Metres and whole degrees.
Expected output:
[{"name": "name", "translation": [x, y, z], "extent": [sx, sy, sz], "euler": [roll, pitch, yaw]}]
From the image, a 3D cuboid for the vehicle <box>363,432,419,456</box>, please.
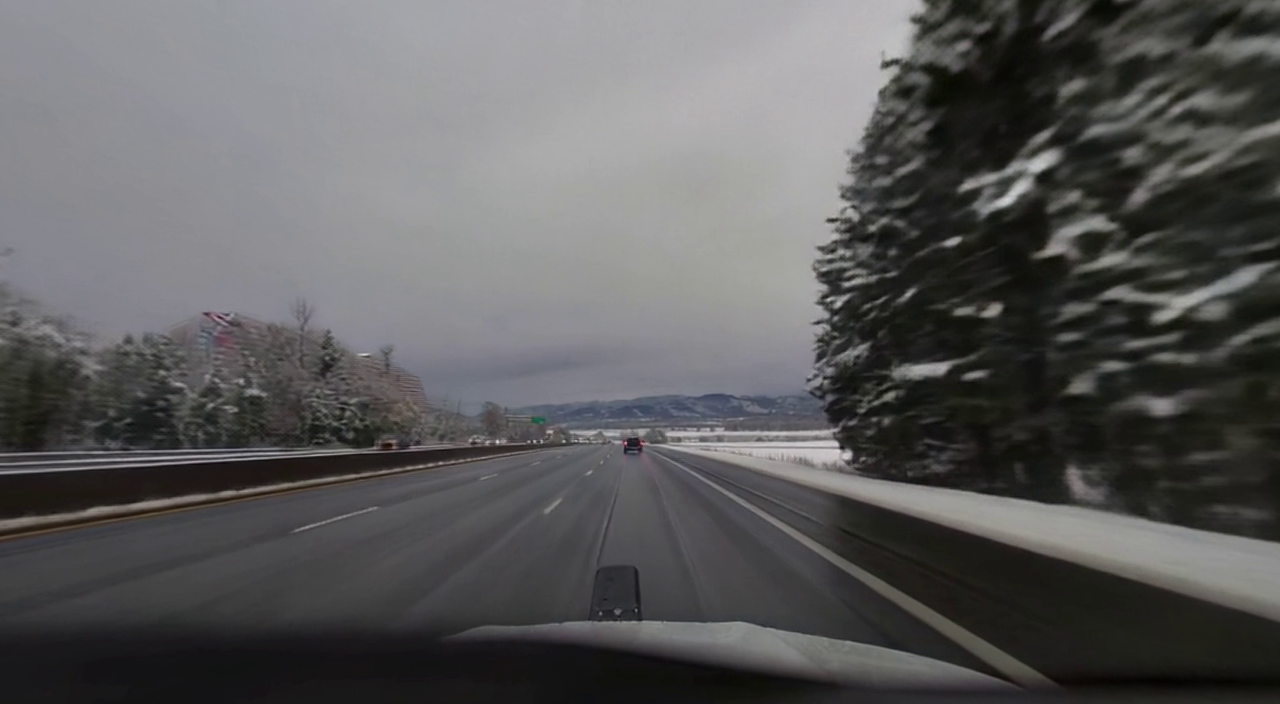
[{"name": "vehicle", "translation": [-16.300, 6.040, 41.372], "extent": [1.893, 1.492, 4.331], "euler": [0, -8, 0]}]
